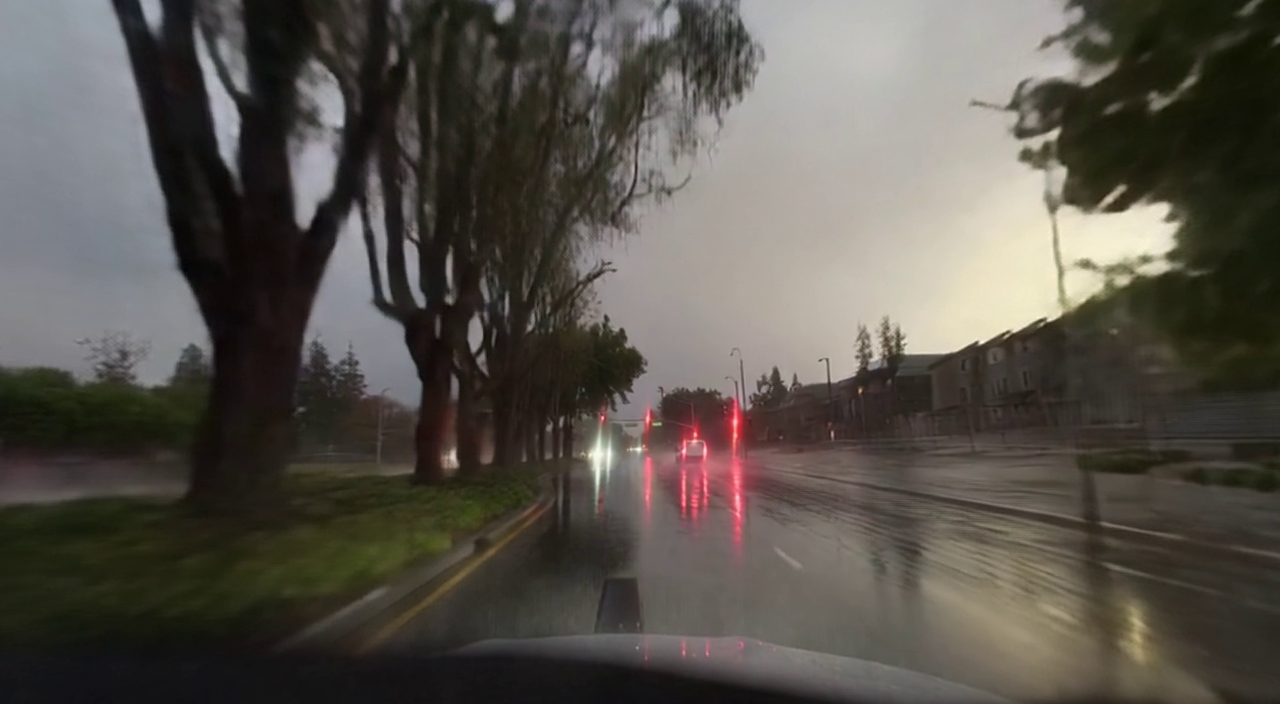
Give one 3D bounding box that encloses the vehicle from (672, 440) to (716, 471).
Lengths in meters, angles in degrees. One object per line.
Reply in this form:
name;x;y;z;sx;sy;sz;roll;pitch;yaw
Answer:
vehicle;3.392;6.607;40.568;2.229;1.795;4.927;0;-9;-2
